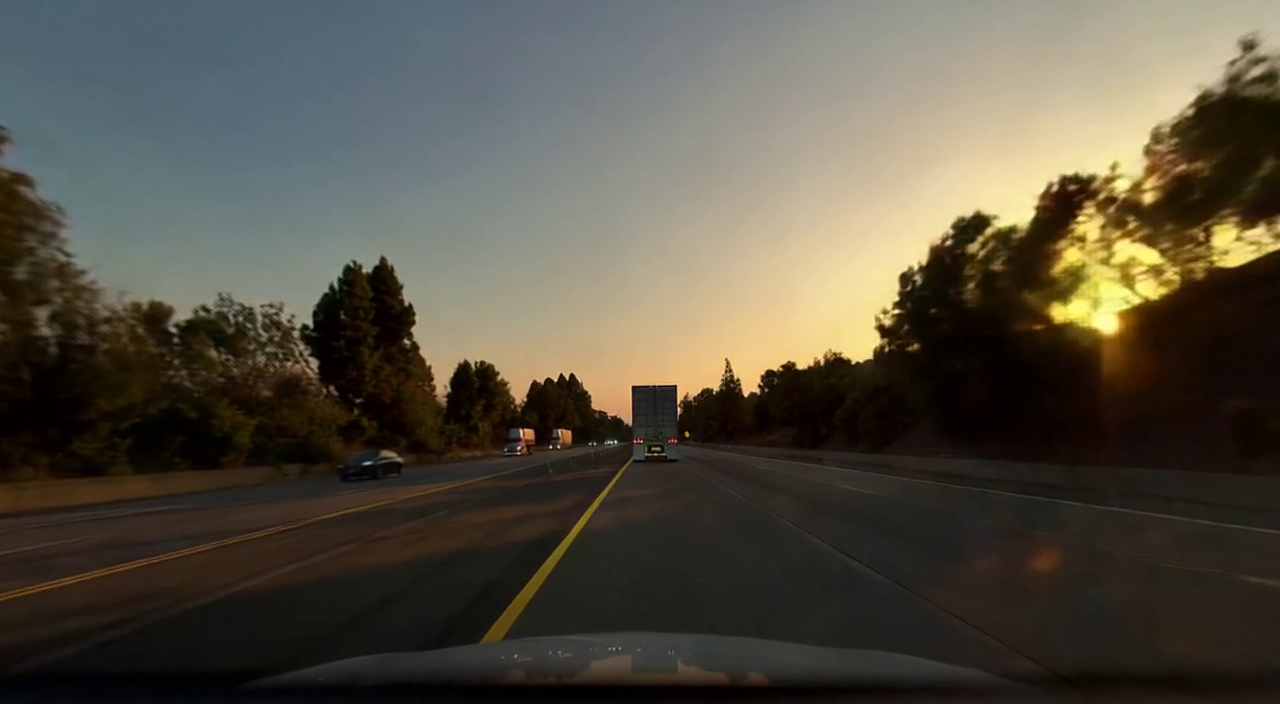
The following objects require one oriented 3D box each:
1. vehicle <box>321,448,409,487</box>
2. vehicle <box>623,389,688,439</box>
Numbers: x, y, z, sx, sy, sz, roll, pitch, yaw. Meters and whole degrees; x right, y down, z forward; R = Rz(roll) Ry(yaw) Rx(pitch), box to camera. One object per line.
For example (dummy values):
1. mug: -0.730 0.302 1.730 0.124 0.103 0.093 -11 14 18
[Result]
1. vehicle: -11.810 4.945 27.337 1.761 1.520 4.276 0 -8 2
2. vehicle: 0.582 2.715 26.737 2.509 1.890 4.732 0 -8 0
